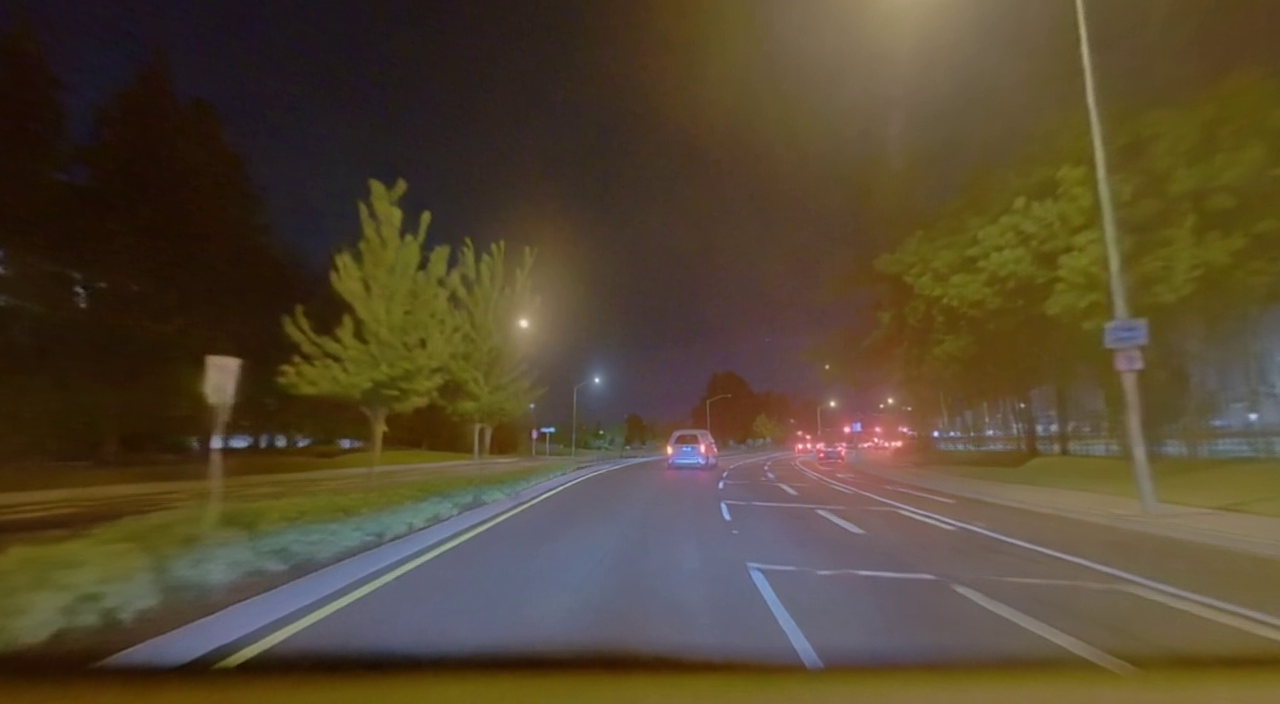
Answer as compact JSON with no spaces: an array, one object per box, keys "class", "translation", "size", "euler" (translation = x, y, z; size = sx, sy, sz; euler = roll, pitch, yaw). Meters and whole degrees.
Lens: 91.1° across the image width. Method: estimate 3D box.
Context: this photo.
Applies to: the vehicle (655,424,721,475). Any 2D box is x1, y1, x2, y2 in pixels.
[{"class":"vehicle","translation":[2.183,4.145,26.979],"size":[2.371,1.926,5.615],"euler":[-1,-8,9]}]
